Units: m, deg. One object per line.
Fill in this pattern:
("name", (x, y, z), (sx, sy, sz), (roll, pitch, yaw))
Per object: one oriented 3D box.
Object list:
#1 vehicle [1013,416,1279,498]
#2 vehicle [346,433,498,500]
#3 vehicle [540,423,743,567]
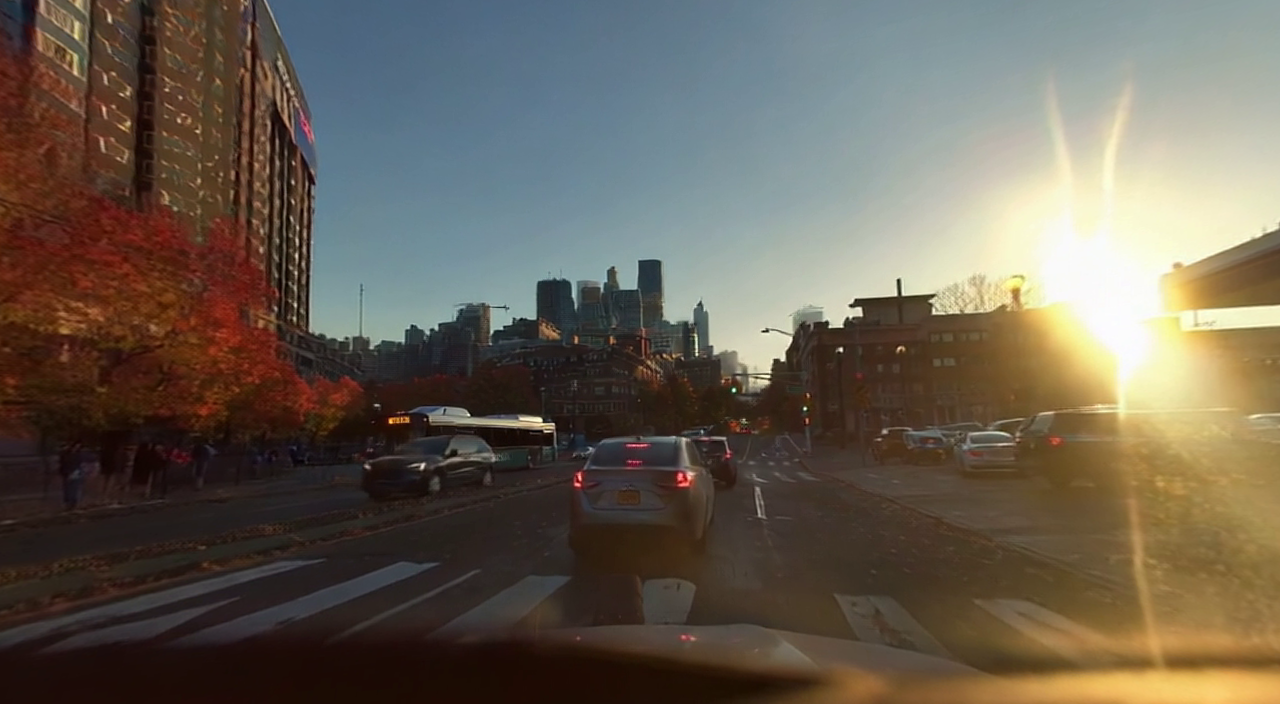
("vehicle", (11.186, 2.246, 13.444), (4.894, 1.451, 2.089), (-4, -10, 10))
("vehicle", (-6.413, 3.441, 19.283), (2.147, 1.741, 5.239), (-1, -9, 9))
("vehicle", (0.307, 1.854, 8.908), (2.092, 1.507, 4.078), (-2, -9, 11))
